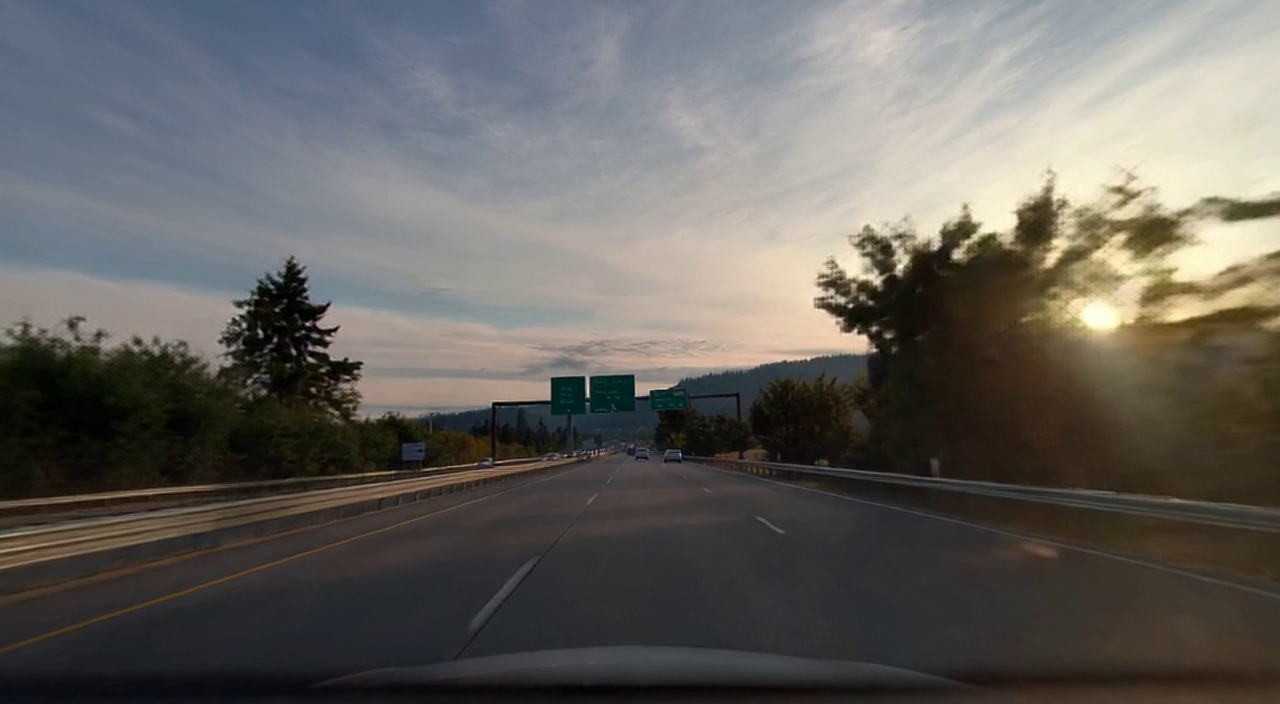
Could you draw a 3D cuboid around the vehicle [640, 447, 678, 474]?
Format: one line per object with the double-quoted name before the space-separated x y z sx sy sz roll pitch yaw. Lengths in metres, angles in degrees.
"vehicle" 1.047 6.265 36.620 2.036 1.457 3.471 0 -9 -1
